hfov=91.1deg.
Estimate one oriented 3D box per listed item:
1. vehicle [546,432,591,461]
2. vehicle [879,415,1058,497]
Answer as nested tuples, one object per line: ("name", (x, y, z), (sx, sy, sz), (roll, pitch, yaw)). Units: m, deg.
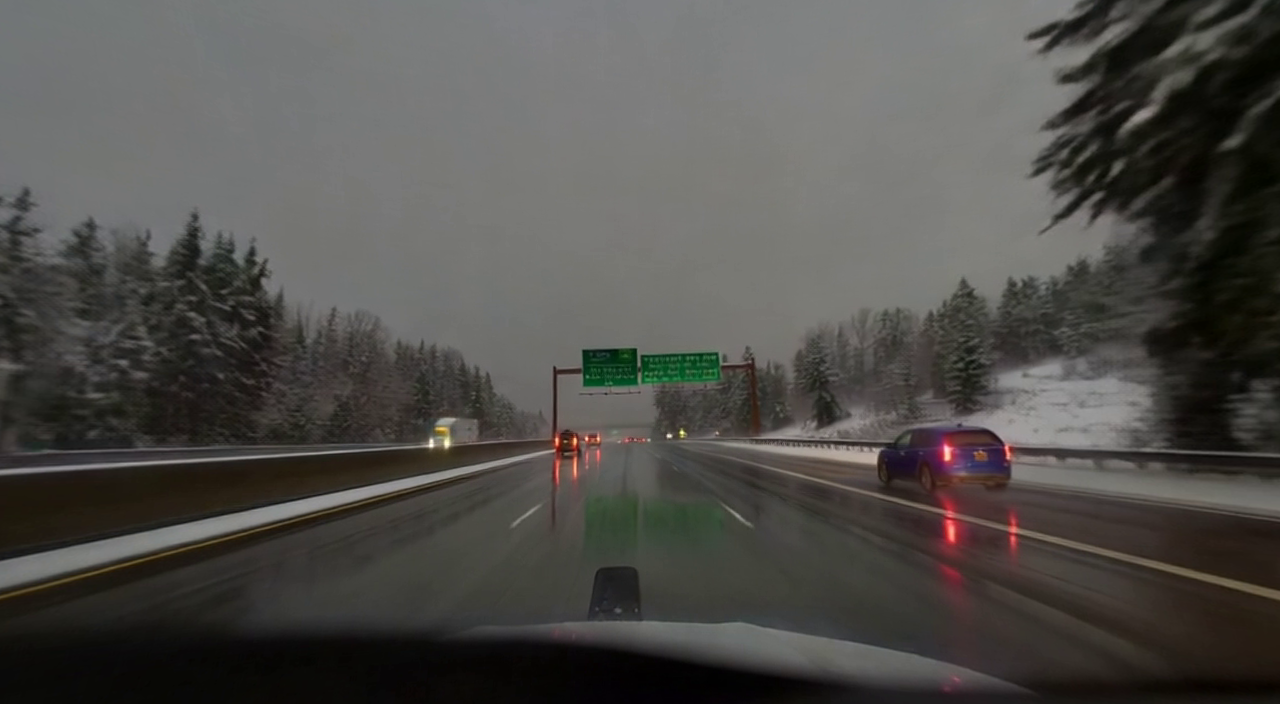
("vehicle", (-3.909, 5.219, 35.002), (2.032, 1.465, 4.316), (0, -8, -1))
("vehicle", (7.379, 2.351, 14.651), (1.956, 1.634, 3.935), (0, -8, -1))
